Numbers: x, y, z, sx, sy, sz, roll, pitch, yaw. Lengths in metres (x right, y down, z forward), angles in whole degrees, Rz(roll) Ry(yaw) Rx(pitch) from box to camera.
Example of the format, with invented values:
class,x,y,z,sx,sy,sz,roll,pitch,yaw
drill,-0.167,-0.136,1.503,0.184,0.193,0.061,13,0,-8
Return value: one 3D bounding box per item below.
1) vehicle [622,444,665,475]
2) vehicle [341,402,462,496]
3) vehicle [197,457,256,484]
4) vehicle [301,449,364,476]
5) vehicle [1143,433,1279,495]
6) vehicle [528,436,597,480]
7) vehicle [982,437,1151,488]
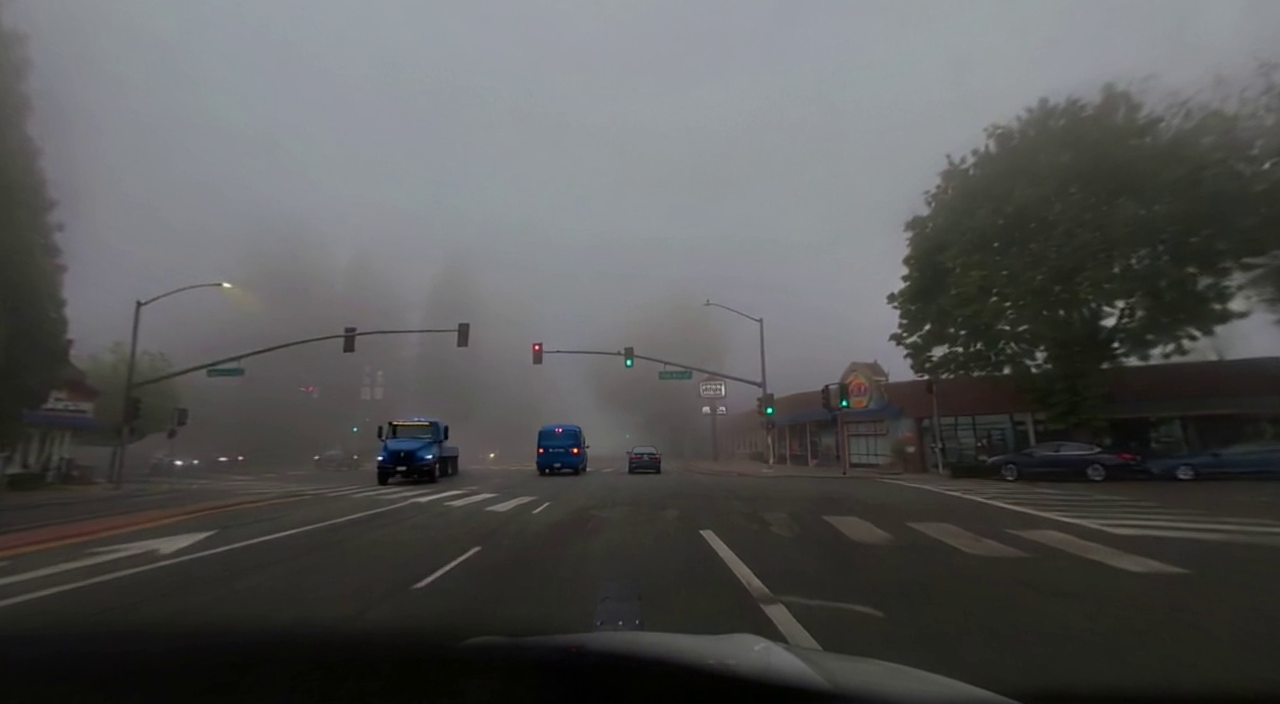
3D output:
class,x,y,z,sx,sy,sz,roll,pitch,yaw
vehicle,0.181,5.551,32.907,2.103,1.487,4.101,0,-9,0
vehicle,-7.533,3.143,20.611,2.507,2.667,4.567,1,-9,-6
vehicle,-25.285,7.172,38.553,4.432,1.480,1.915,-8,-12,43
vehicle,-22.402,7.950,45.909,5.425,1.787,2.191,-8,-12,43
vehicle,15.720,2.807,15.942,4.520,1.455,1.968,-6,-11,35
vehicle,-3.350,4.759,28.611,2.464,1.777,5.128,0,-9,0
vehicle,14.149,3.656,21.181,4.406,1.512,1.935,-6,-10,35
